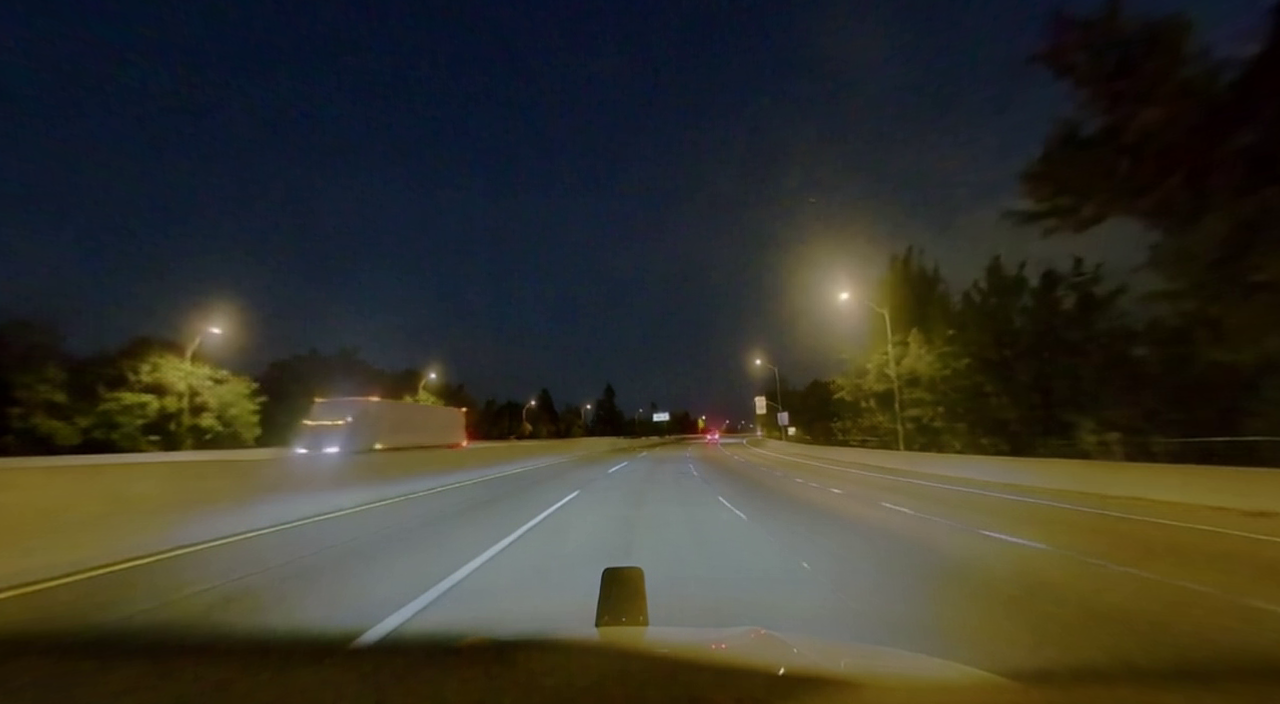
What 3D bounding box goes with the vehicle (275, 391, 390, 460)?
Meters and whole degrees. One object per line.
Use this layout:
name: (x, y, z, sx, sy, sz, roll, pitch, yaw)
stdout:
vehicle: (-18.218, 4.518, 37.980, 3.059, 3.764, 6.795, 0, -8, 4)
